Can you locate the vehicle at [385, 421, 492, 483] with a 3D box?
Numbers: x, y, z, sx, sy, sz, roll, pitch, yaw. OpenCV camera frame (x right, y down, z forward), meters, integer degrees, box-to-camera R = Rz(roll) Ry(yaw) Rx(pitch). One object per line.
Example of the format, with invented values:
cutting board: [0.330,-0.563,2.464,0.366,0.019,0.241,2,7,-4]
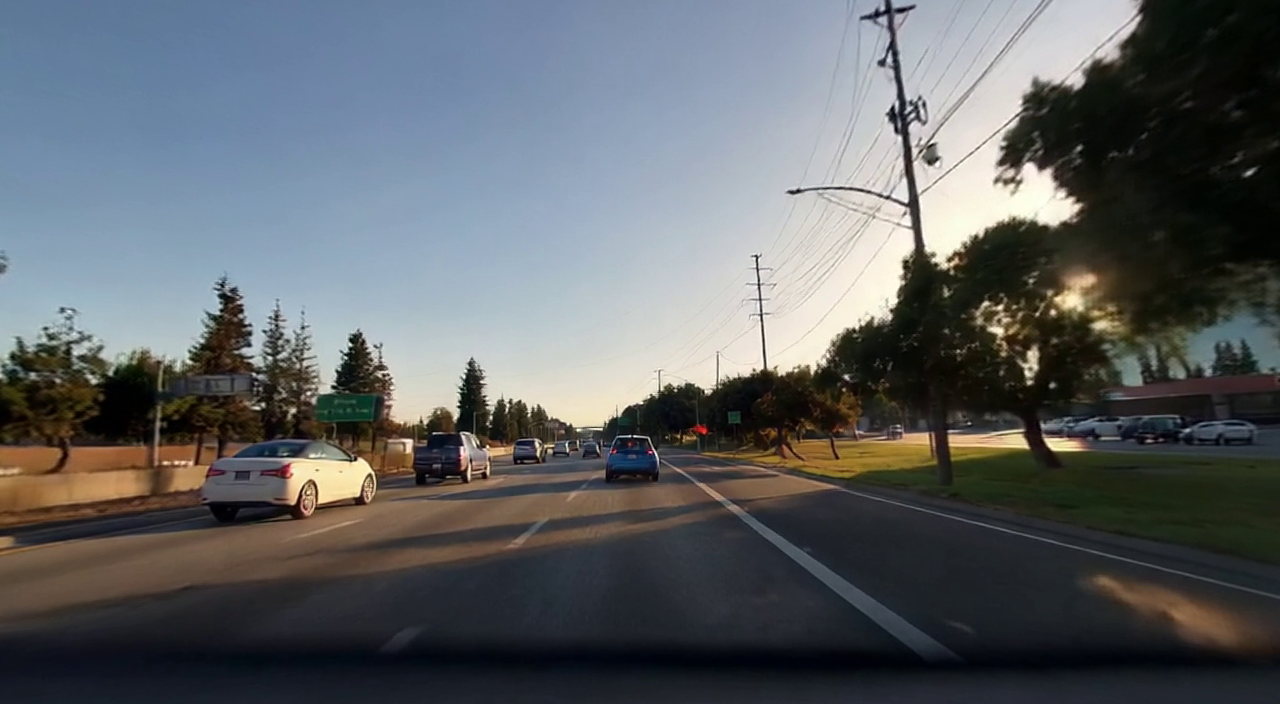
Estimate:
vehicle: [-6.886,3.487,22.247,2.144,1.905,4.967,0,-8,0]

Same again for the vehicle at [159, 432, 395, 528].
vehicle: [-6.619,2.350,12.276,1.900,1.483,4.547,0,-8,0]

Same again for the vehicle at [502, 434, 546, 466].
vehicle: [-6.802,5.792,37.422,1.914,1.756,4.179,0,-8,-1]

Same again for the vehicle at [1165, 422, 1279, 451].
vehicle: [29.109,4.185,31.399,4.105,1.306,2.050,-1,-7,1]

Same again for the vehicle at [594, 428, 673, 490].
vehicle: [-0.196,3.182,19.157,2.140,1.653,4.108,0,-8,-1]
